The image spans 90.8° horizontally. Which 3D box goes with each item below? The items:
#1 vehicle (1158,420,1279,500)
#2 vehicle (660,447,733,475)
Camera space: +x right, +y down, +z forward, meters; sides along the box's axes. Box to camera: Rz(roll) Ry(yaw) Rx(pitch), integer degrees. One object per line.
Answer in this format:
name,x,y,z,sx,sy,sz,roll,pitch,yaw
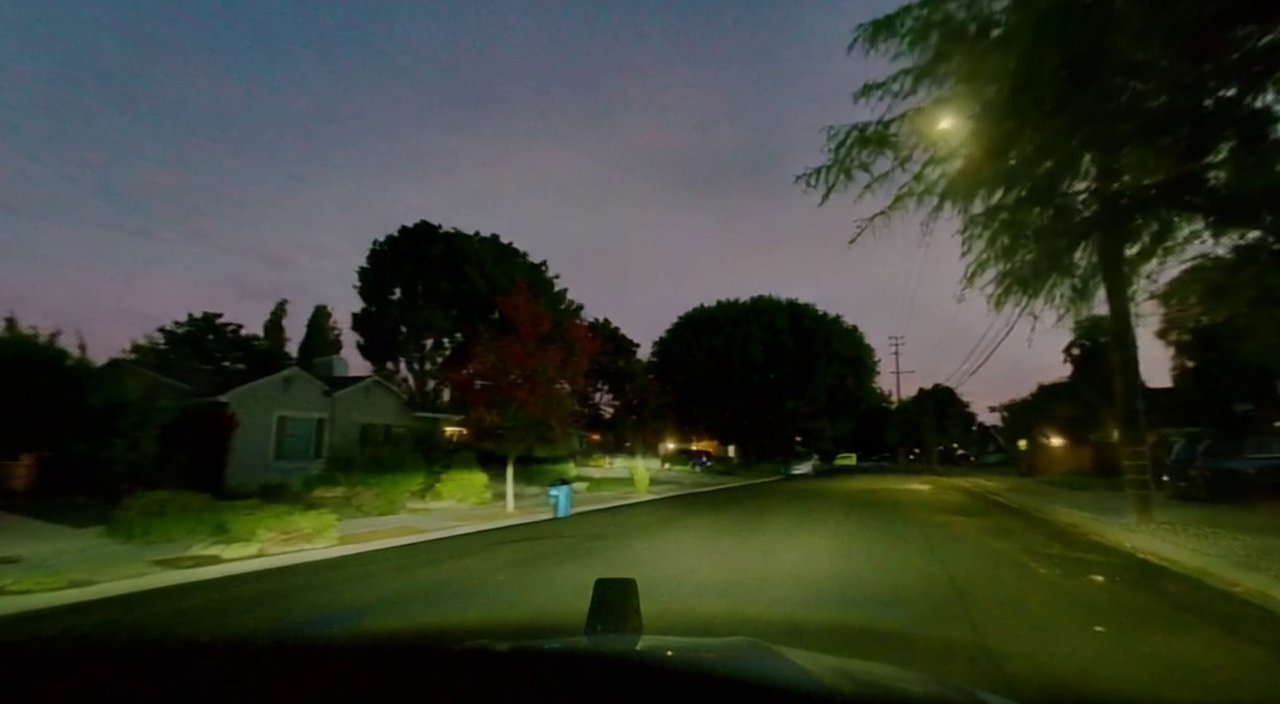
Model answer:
vehicle,16.840,2.656,15.595,5.693,1.886,2.235,-4,-9,23
vehicle,4.193,8.083,47.187,5.033,1.997,2.126,-3,-9,20
